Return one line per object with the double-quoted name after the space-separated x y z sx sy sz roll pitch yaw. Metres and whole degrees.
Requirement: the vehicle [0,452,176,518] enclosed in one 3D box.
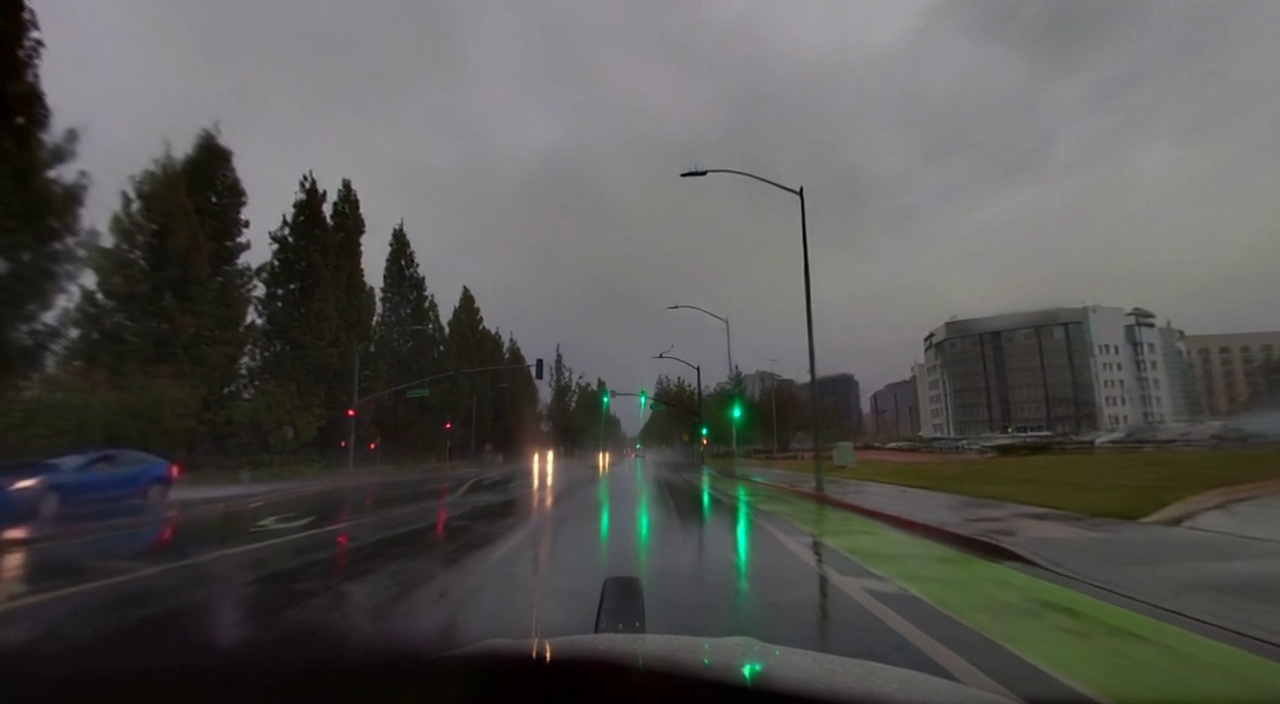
-15.694 3.603 17.671 1.910 1.544 4.387 0 -8 3 "vehicle"
